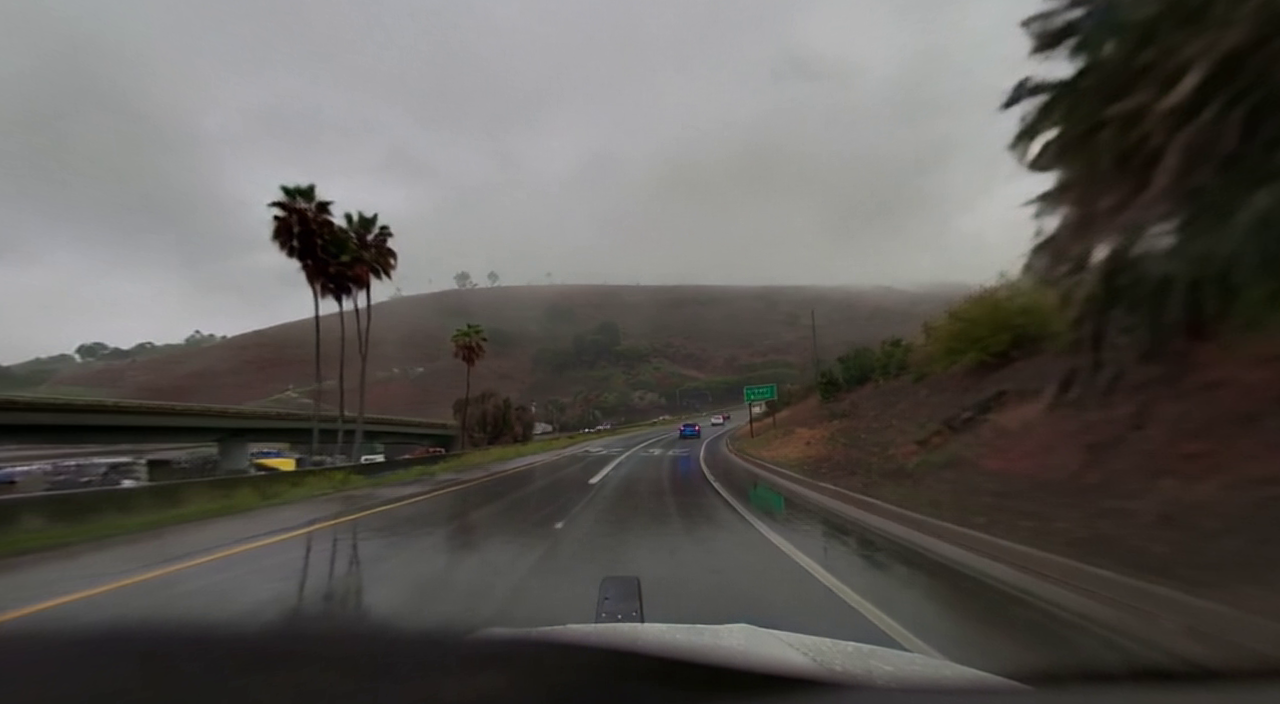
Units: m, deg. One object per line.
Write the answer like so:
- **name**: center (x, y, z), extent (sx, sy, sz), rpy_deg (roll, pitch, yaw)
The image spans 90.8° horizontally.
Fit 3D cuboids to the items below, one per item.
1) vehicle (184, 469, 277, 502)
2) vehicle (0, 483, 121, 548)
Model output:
- **vehicle**: center (-26.100, 8.494, 40.567), extent (2.281, 1.759, 5.531), rpy_deg (0, -9, -1)
- **vehicle**: center (-20.445, 5.437, 21.383), extent (1.956, 1.716, 4.330), rpy_deg (-1, -9, 1)
